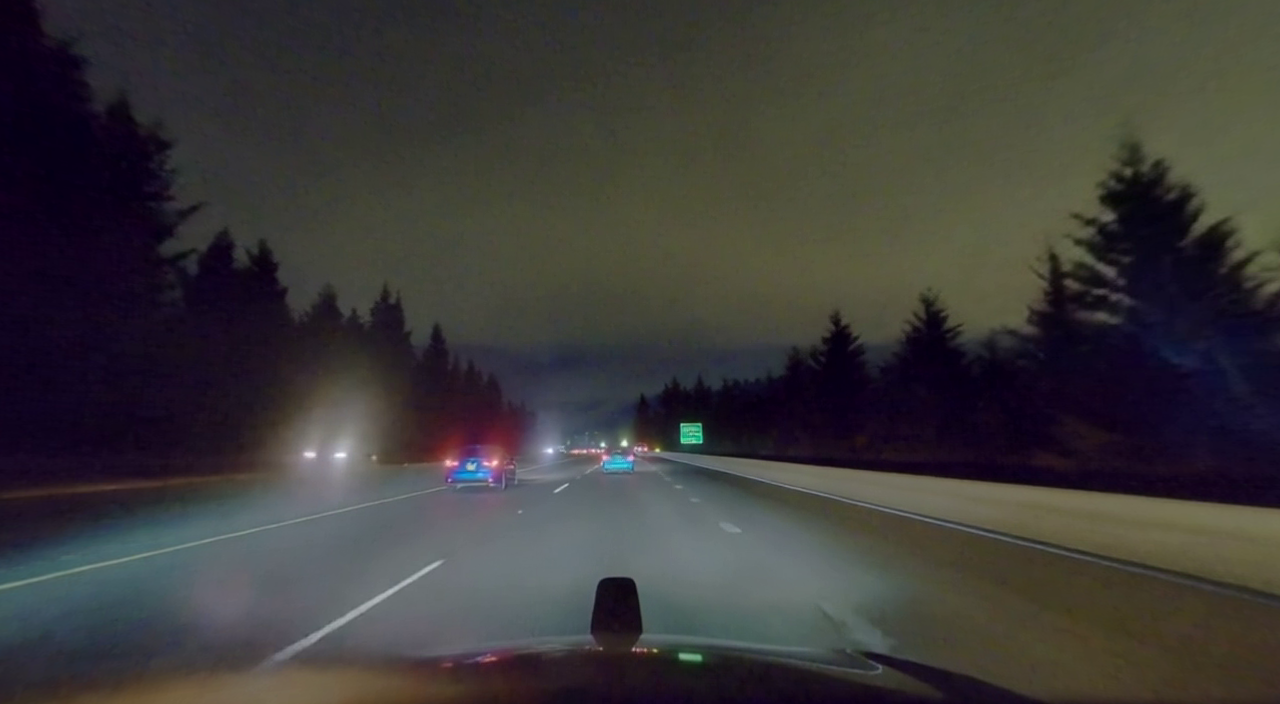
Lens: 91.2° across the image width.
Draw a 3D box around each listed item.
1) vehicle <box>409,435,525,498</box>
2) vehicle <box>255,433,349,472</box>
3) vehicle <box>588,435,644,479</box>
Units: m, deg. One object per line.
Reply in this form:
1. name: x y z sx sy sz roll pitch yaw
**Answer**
1. vehicle: -4.850 3.284 18.396 2.103 1.588 4.709 -1 -9 0
2. vehicle: -14.510 4.334 27.156 1.854 1.522 4.080 0 -9 -1
3. vehicle: -0.999 4.429 26.662 2.220 1.711 4.056 0 -9 -2
